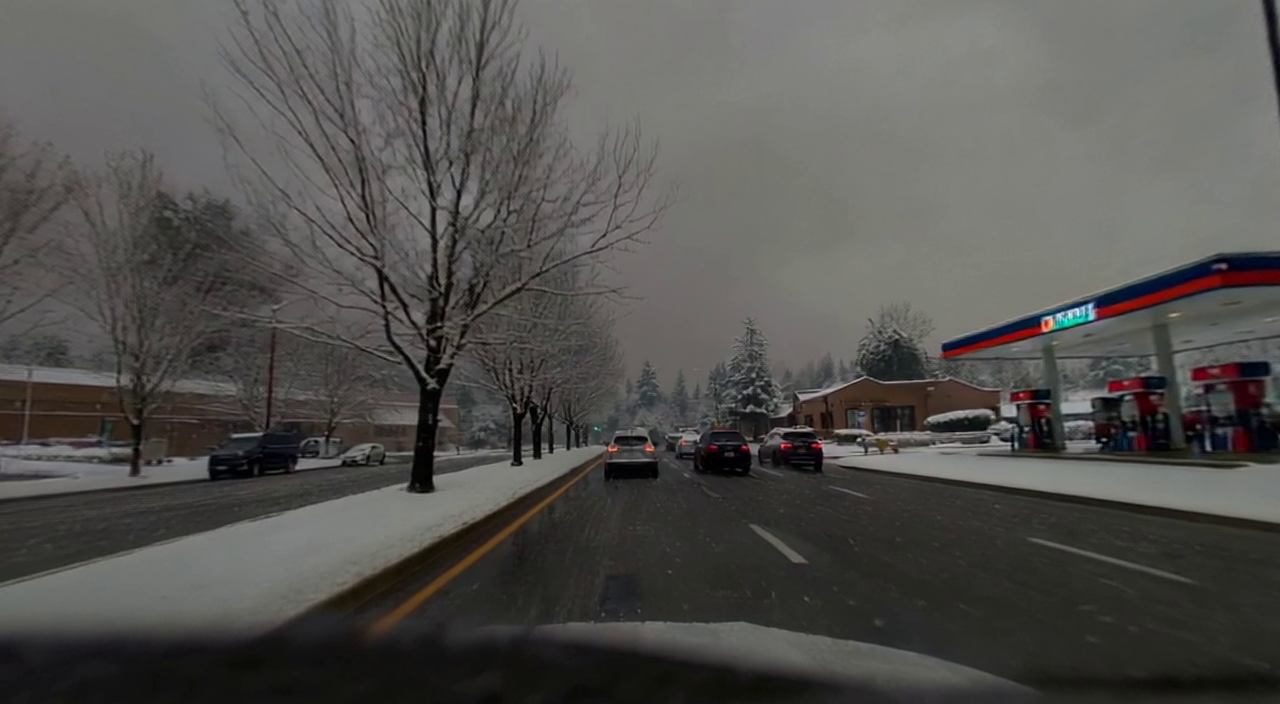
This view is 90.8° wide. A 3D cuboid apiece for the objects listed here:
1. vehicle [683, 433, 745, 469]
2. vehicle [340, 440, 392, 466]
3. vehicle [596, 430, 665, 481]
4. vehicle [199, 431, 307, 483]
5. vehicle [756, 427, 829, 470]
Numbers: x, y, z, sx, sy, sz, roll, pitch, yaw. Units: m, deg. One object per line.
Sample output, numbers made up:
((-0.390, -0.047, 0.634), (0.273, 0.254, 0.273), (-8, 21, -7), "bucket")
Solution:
((3.214, 4.415, 28.455), (2.124, 1.476, 4.730), (0, -8, -1), "vehicle")
((-19.469, 7.162, 45.029), (1.903, 1.706, 3.994), (0, -8, 0), "vehicle")
((-0.268, 3.351, 20.681), (2.052, 1.488, 3.779), (0, -8, 1), "vehicle")
((-19.083, 5.116, 31.510), (2.222, 2.141, 5.390), (-1, -6, -3), "vehicle")
((6.803, 4.376, 28.746), (2.117, 1.757, 4.969), (0, -8, 0), "vehicle")
